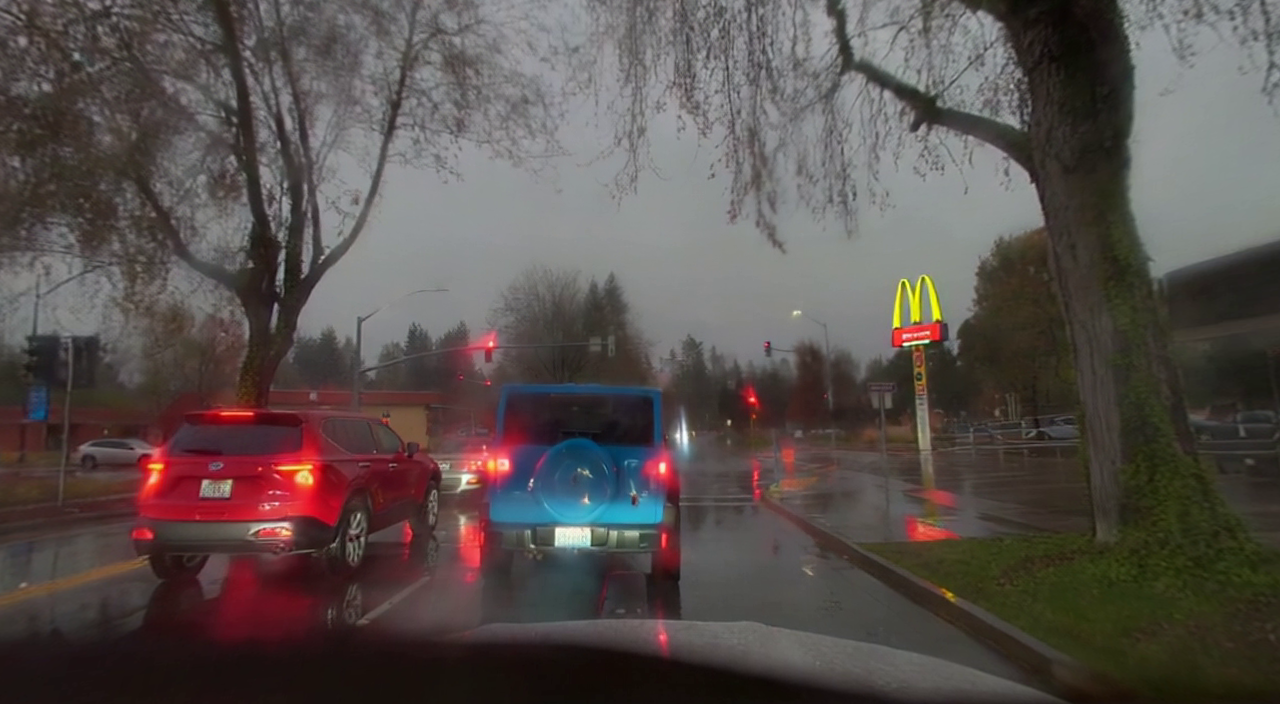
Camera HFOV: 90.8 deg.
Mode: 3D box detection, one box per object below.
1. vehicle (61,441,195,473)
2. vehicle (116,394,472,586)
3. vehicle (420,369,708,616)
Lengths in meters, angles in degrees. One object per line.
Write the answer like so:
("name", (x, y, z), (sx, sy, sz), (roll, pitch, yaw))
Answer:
("vehicle", (-25.239, 5.187, 31.371), (4.713, 1.445, 1.887), (4, -9, -24))
("vehicle", (-3.910, 1.652, 8.346), (2.130, 1.819, 4.497), (0, -8, 0))
("vehicle", (-0.630, 1.435, 7.331), (2.224, 1.923, 4.643), (0, -8, -1))
